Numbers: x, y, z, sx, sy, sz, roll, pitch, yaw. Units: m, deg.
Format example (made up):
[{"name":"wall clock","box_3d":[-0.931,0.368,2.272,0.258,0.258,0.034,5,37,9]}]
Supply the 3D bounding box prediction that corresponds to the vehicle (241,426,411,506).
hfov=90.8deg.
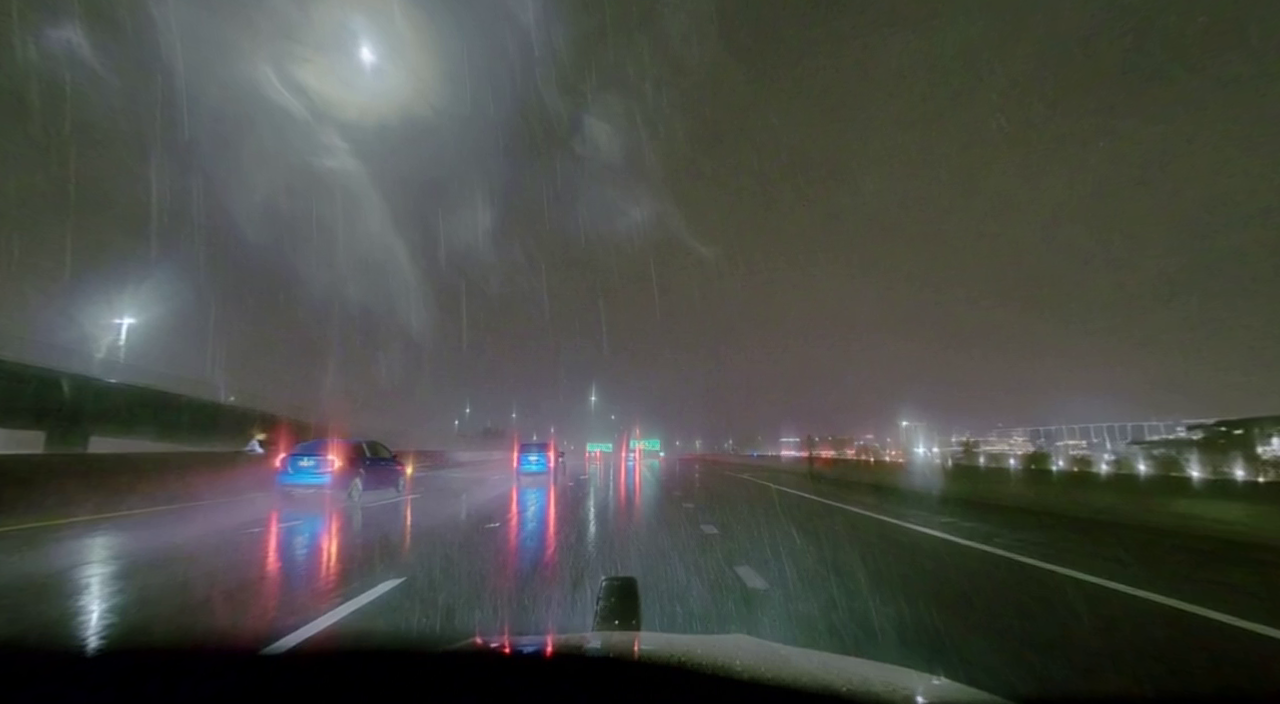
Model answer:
[{"name":"vehicle","box_3d":[-8.152,3.004,17.110,2.040,1.824,4.917,0,-9,0]}]

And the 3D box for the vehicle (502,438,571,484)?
[{"name":"vehicle","box_3d":[-4.113,4.400,25.781,2.075,1.702,4.257,0,-9,0]}]
